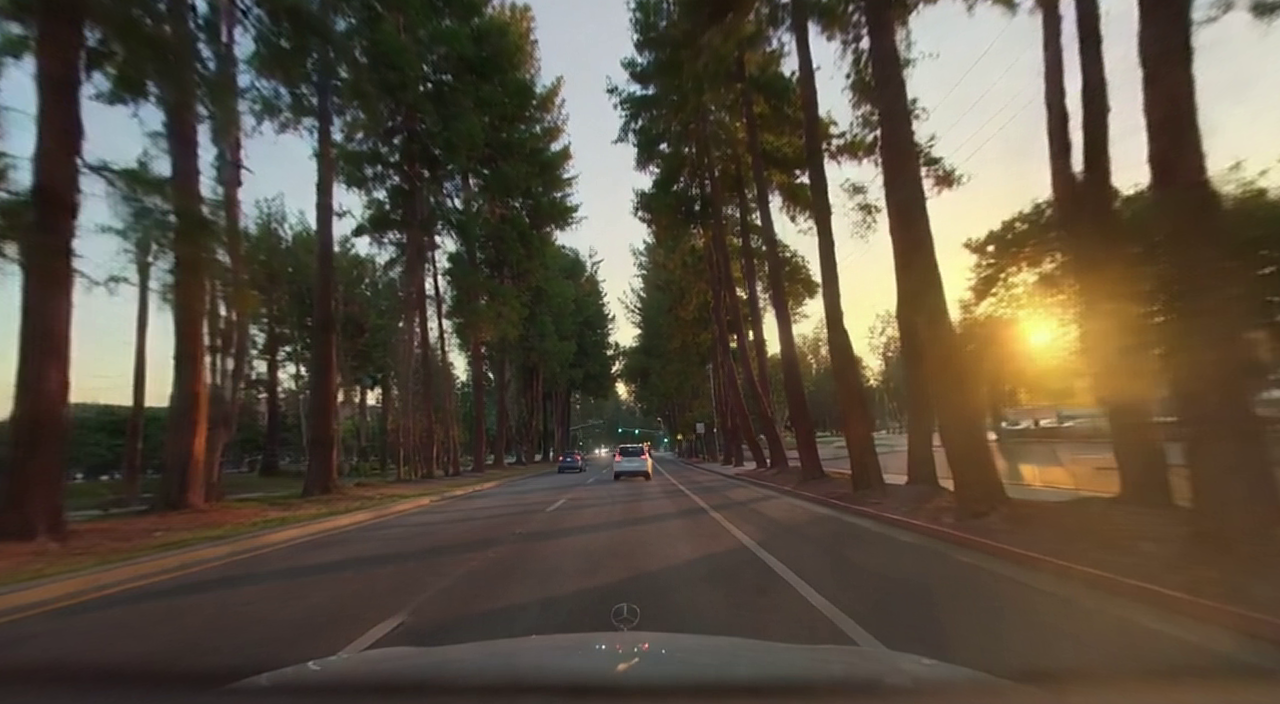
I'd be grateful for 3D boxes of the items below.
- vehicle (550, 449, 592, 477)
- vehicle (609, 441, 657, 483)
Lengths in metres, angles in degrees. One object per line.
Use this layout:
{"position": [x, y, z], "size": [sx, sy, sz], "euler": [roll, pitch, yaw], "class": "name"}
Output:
{"position": [-3.991, 6.492, 37.295], "size": [1.936, 1.538, 4.016], "euler": [0, -9, 1], "class": "vehicle"}
{"position": [-0.308, 4.945, 28.738], "size": [2.018, 1.769, 3.897], "euler": [0, -9, -1], "class": "vehicle"}
